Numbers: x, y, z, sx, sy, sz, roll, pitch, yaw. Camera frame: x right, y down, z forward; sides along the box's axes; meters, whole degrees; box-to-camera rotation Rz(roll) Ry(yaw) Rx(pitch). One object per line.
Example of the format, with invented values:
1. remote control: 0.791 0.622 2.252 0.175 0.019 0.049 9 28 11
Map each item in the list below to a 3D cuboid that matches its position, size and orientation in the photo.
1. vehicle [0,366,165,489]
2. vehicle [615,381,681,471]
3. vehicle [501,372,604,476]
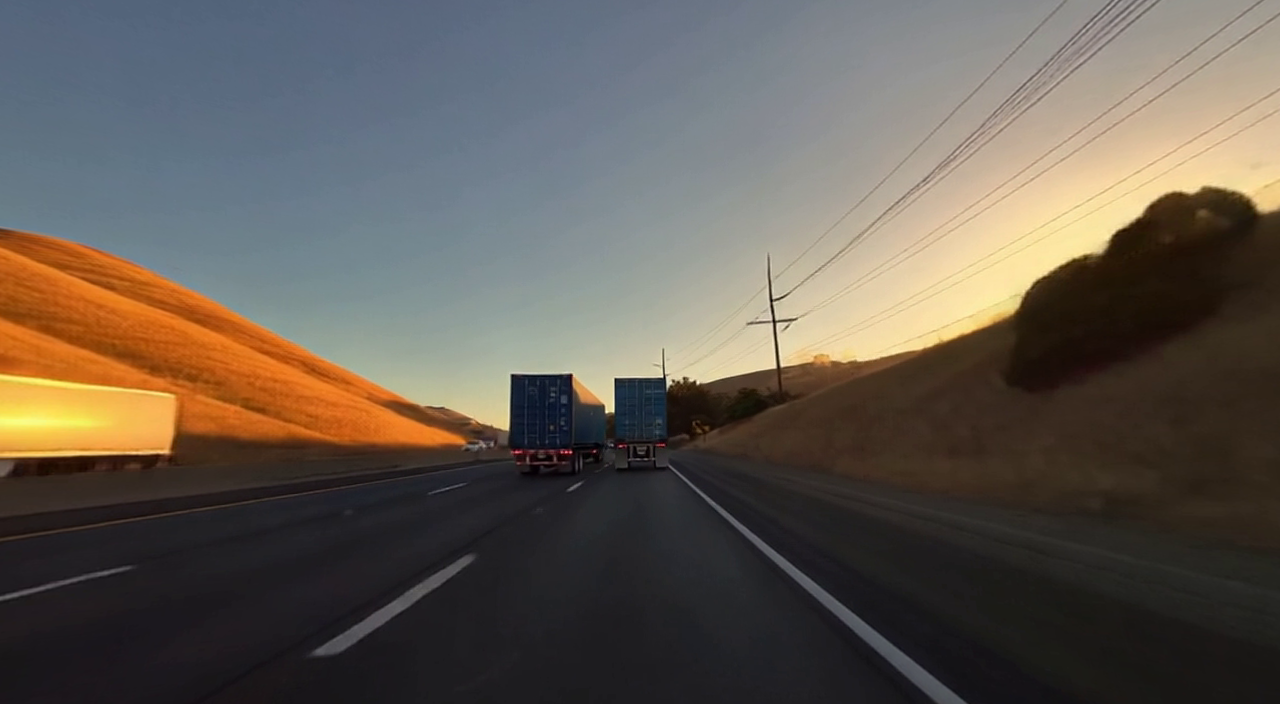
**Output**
1. vehicle: -21.962 2.422 20.075 2.942 3.909 13.487 0 -8 0
2. vehicle: 0.231 4.214 34.601 3.006 4.120 11.586 0 -8 -1
3. vehicle: -3.832 3.808 31.783 3.065 4.105 13.706 0 -8 1
